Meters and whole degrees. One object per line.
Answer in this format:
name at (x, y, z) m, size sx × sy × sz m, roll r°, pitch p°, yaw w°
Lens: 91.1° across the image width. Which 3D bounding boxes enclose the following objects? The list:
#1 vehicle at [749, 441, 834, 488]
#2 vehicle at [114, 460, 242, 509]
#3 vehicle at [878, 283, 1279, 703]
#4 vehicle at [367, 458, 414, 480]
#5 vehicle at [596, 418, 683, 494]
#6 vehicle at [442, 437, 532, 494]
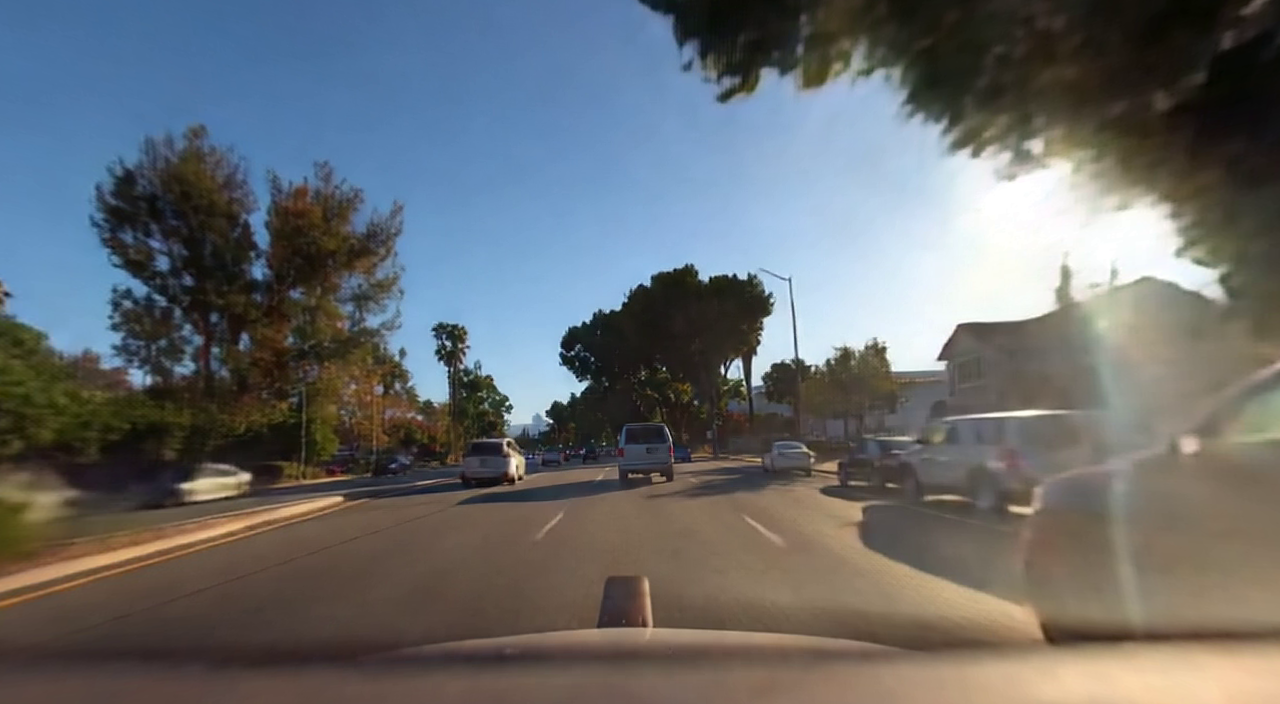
vehicle at (4.984, 3.757, 21.357) m, size 2.178 × 1.411 × 4.732 m, roll -1°, pitch -9°, yaw 6°
vehicle at (-18.773, 5.380, 25.832) m, size 2.048 × 1.679 × 4.356 m, roll -1°, pitch -9°, yaw -2°
vehicle at (3.362, 0.711, 2.170) m, size 2.576 × 1.815 × 6.267 m, roll 0°, pitch -9°, yaw 0°
vehicle at (-19.135, 8.984, 48.364) m, size 1.994 × 1.524 × 4.698 m, roll 0°, pitch -9°, yaw -4°
vehicle at (-0.193, 3.444, 21.169) m, size 2.507 × 2.161 × 6.049 m, roll 0°, pitch -9°, yaw -3°
vehicle at (-5.011, 3.777, 21.275) m, size 2.235 × 1.682 × 4.662 m, roll 0°, pitch -9°, yaw -5°
